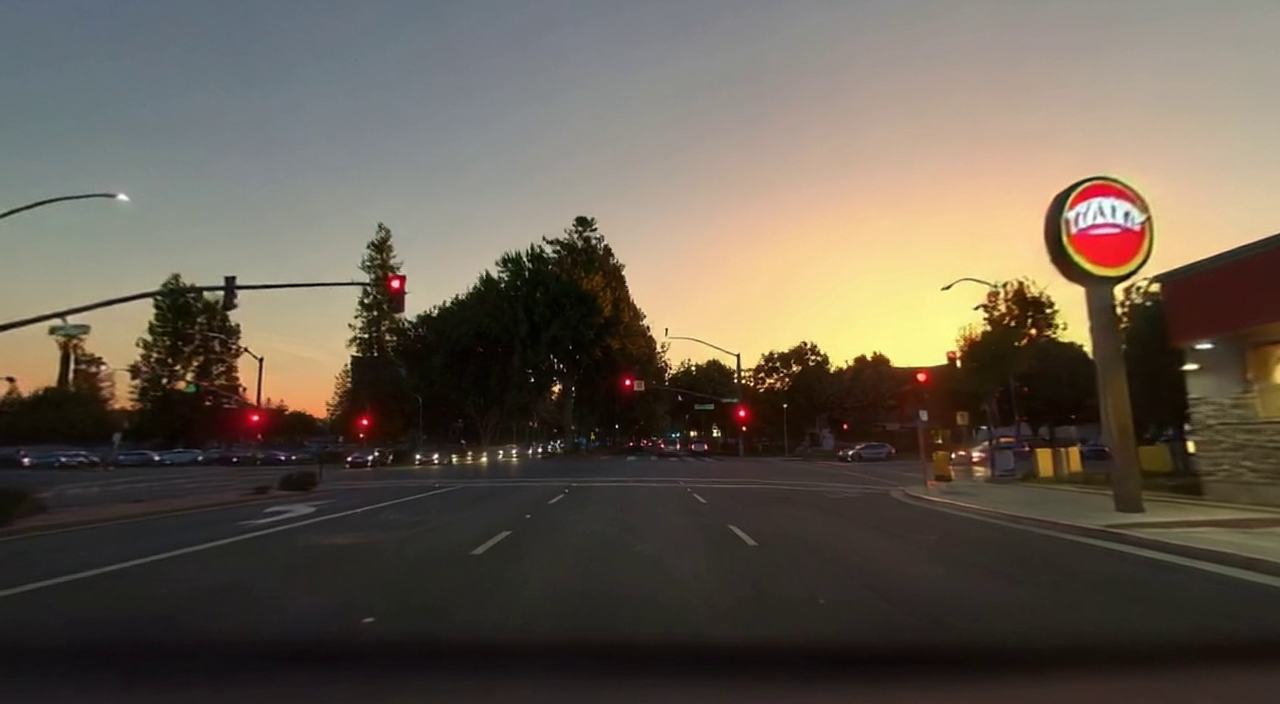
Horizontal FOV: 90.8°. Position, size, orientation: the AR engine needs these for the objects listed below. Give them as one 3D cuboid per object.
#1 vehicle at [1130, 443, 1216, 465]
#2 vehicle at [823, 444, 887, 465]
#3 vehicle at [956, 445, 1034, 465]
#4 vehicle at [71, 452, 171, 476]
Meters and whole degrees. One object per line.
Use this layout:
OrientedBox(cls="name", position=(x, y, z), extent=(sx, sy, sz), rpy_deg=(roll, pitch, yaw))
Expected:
OrientedBox(cls="vehicle", position=(39.875, 7.612, 47.339), extent=(4.600, 1.609, 2.008), rpy_deg=(0, -9, 0))
OrientedBox(cls="vehicle", position=(16.439, 7.838, 48.393), extent=(4.301, 1.533, 1.848), rpy_deg=(-1, -9, 8))
OrientedBox(cls="vehicle", position=(26.534, 7.696, 47.371), extent=(4.634, 1.468, 1.981), rpy_deg=(0, -9, 0))
OrientedBox(cls="vehicle", position=(-33.354, 7.223, 40.695), extent=(4.758, 1.462, 1.932), rpy_deg=(0, -9, 2))
